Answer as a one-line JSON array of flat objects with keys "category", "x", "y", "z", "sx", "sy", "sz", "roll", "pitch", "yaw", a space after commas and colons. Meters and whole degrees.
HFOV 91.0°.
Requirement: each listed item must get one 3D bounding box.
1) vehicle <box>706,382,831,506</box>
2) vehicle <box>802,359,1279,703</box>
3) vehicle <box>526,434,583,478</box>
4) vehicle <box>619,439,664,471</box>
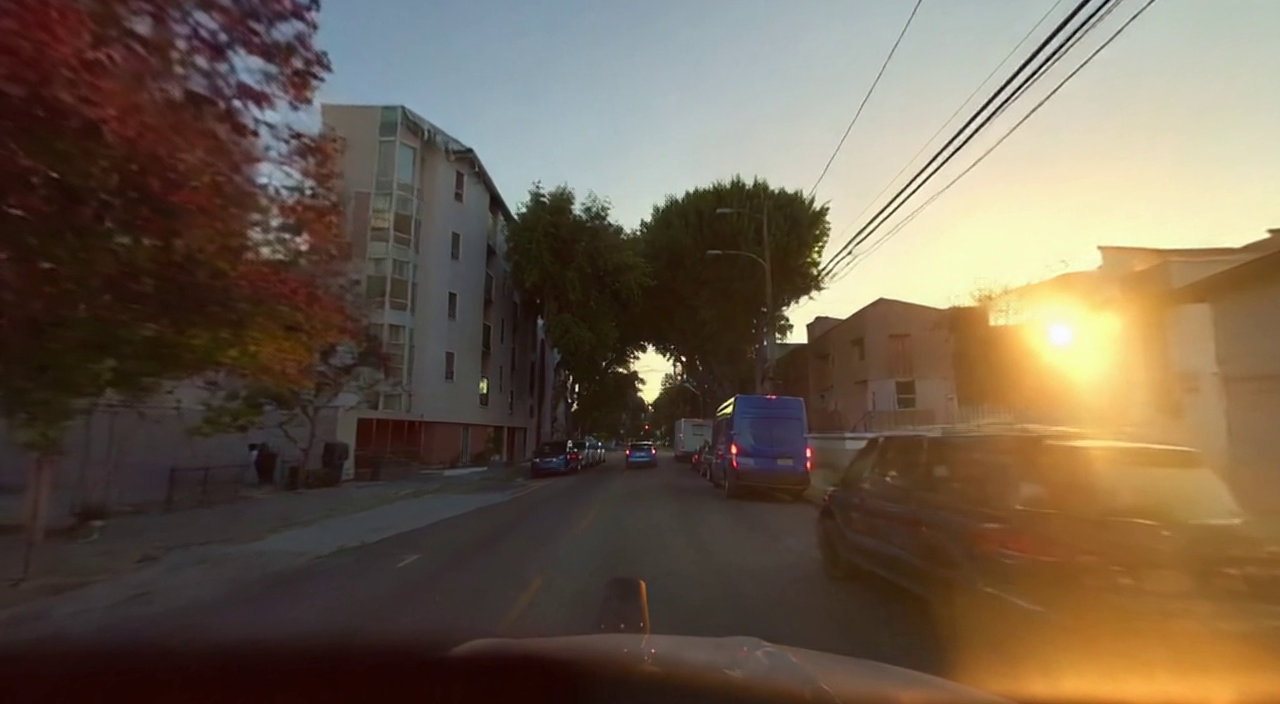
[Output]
[{"category": "vehicle", "x": 3.266, "y": 2.533, "z": 17.518, "sx": 2.245, "sy": 2.843, "sz": 5.762, "roll": 0, "pitch": -8, "yaw": 0}, {"category": "vehicle", "x": 2.871, "y": 1.203, "z": 4.852, "sx": 2.045, "sy": 1.728, "sz": 4.446, "roll": 0, "pitch": -8, "yaw": 0}, {"category": "vehicle", "x": -3.826, "y": 4.702, "z": 28.908, "sx": 1.951, "sy": 1.662, "sz": 4.046, "roll": 0, "pitch": -4, "yaw": 1}, {"category": "vehicle", "x": 0.088, "y": 5.124, "z": 31.535, "sx": 2.095, "sy": 1.510, "sz": 3.605, "roll": 0, "pitch": -8, "yaw": 1}]
